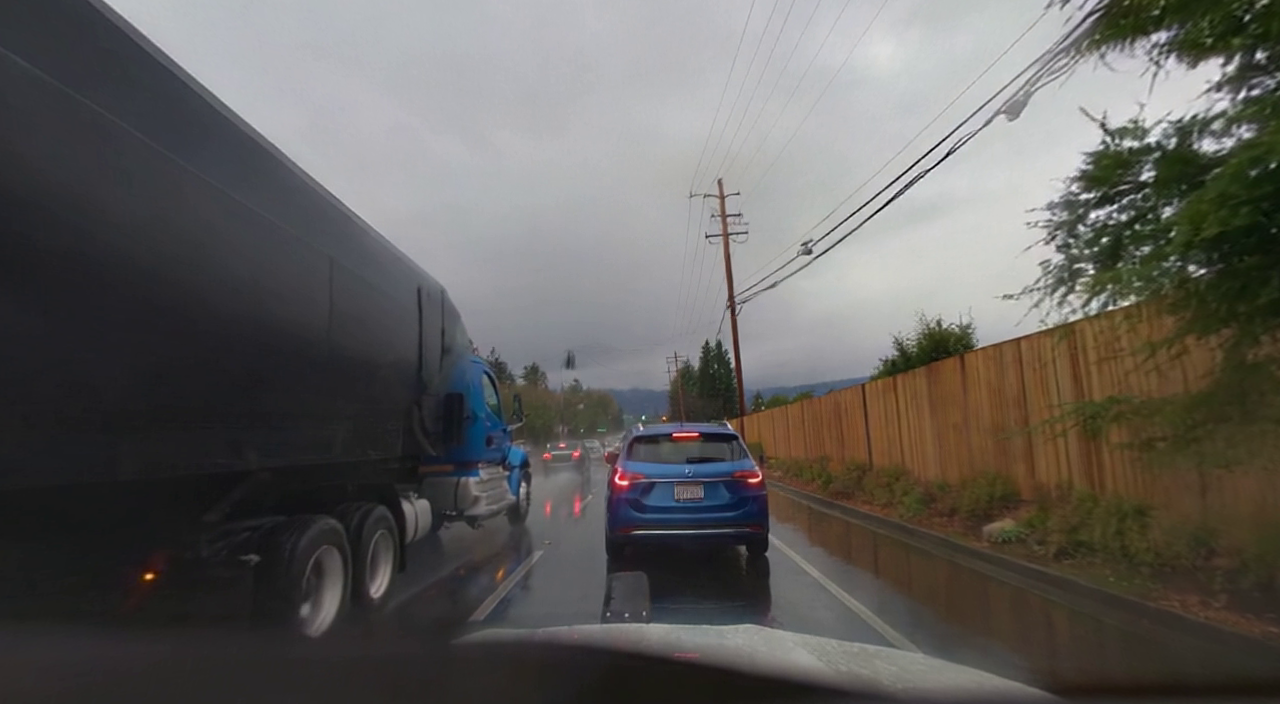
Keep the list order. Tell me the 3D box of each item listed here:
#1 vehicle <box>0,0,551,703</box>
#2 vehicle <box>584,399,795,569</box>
[{"bbox_3d":[-3.121,0.533,6.473,2.928,3.658,8.980,0,-9,1],"label":"vehicle"},{"bbox_3d":[0.481,1.674,8.654,2.174,1.749,4.113,0,-9,-1],"label":"vehicle"}]
